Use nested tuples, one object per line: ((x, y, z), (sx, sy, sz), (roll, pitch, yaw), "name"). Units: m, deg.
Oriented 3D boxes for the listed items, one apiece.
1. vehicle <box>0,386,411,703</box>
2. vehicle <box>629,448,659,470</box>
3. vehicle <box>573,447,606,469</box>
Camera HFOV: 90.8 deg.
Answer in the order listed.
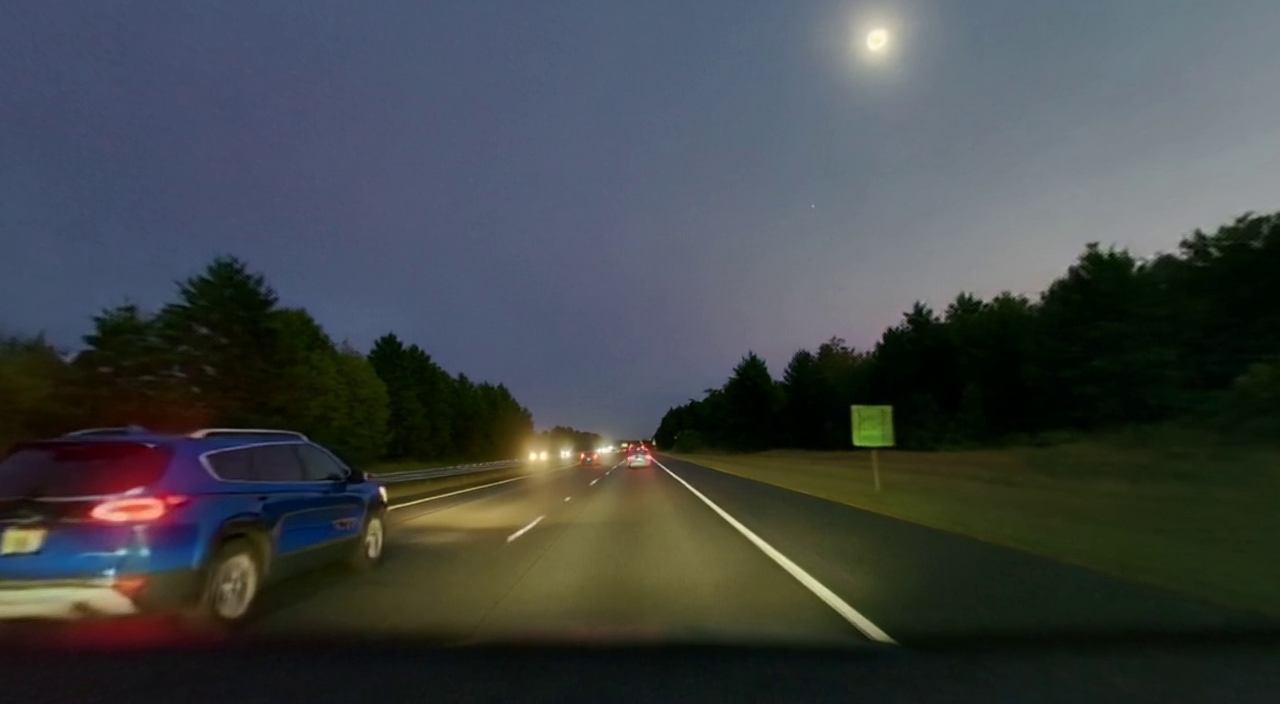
((-3.829, 1.326, 5.440), (2.100, 1.667, 4.223), (0, -9, 0), "vehicle")
((0.269, 7.658, 45.234), (2.046, 1.452, 4.407), (0, -9, 0), "vehicle")
((-3.911, 8.296, 49.752), (2.182, 1.629, 4.263), (0, -9, 1), "vehicle")
